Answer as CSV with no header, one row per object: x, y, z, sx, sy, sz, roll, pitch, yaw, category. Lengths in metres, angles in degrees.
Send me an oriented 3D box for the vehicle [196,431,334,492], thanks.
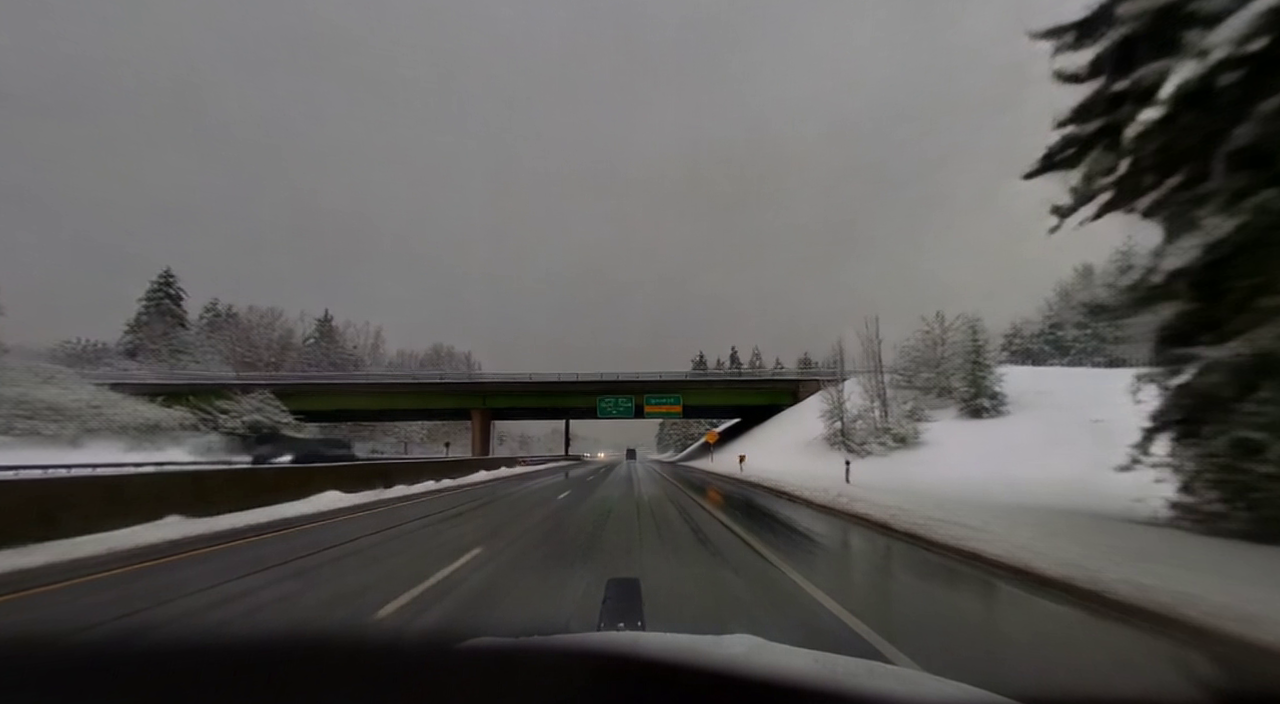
-12.169,3.581,20.859,1.869,1.751,4.427,0,-9,-1,vehicle
